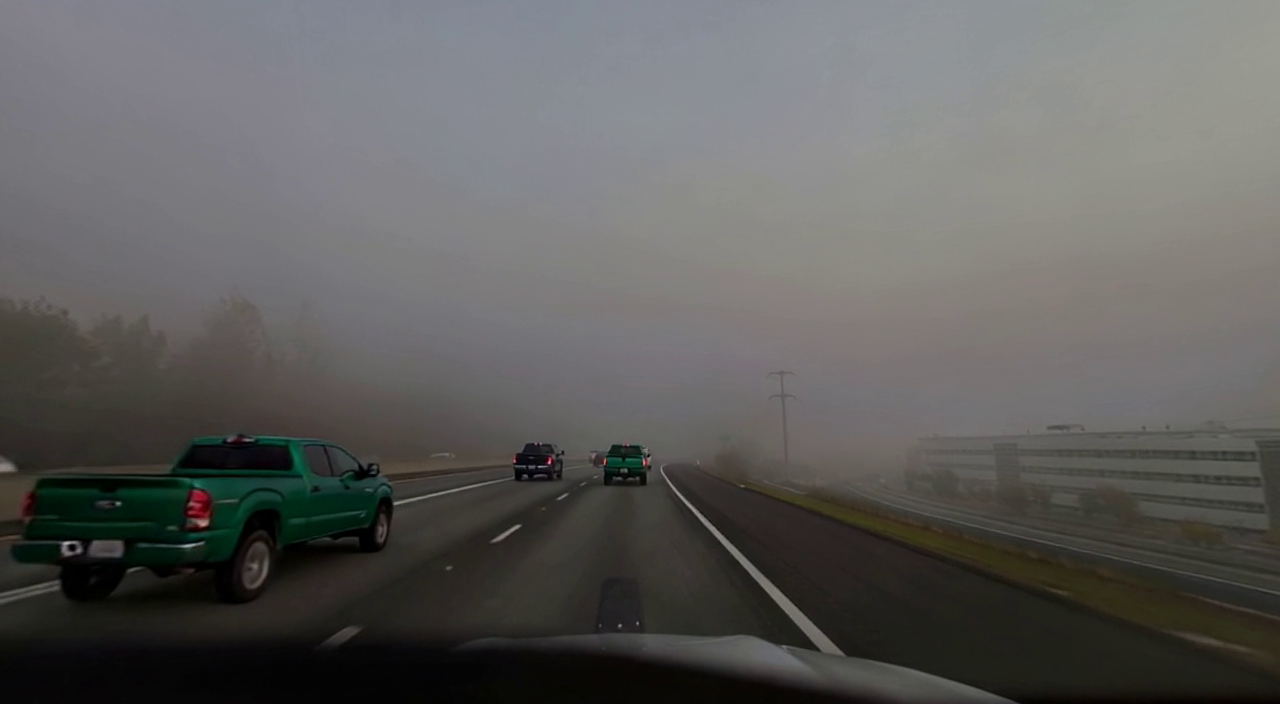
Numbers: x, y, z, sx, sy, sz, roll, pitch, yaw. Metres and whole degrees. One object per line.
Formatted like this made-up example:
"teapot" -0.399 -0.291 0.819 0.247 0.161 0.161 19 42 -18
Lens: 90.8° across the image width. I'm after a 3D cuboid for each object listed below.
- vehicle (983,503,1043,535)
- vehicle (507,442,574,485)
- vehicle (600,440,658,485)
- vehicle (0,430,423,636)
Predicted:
"vehicle" 26.527 11.864 45.082 1.956 1.594 4.425 -1 -8 6
"vehicle" -4.280 4.867 27.982 2.038 1.704 5.181 0 -8 1
"vehicle" -0.378 4.660 26.965 2.293 1.753 4.380 0 -9 1
"vehicle" -4.111 1.639 6.836 1.936 1.470 4.402 0 -8 0
